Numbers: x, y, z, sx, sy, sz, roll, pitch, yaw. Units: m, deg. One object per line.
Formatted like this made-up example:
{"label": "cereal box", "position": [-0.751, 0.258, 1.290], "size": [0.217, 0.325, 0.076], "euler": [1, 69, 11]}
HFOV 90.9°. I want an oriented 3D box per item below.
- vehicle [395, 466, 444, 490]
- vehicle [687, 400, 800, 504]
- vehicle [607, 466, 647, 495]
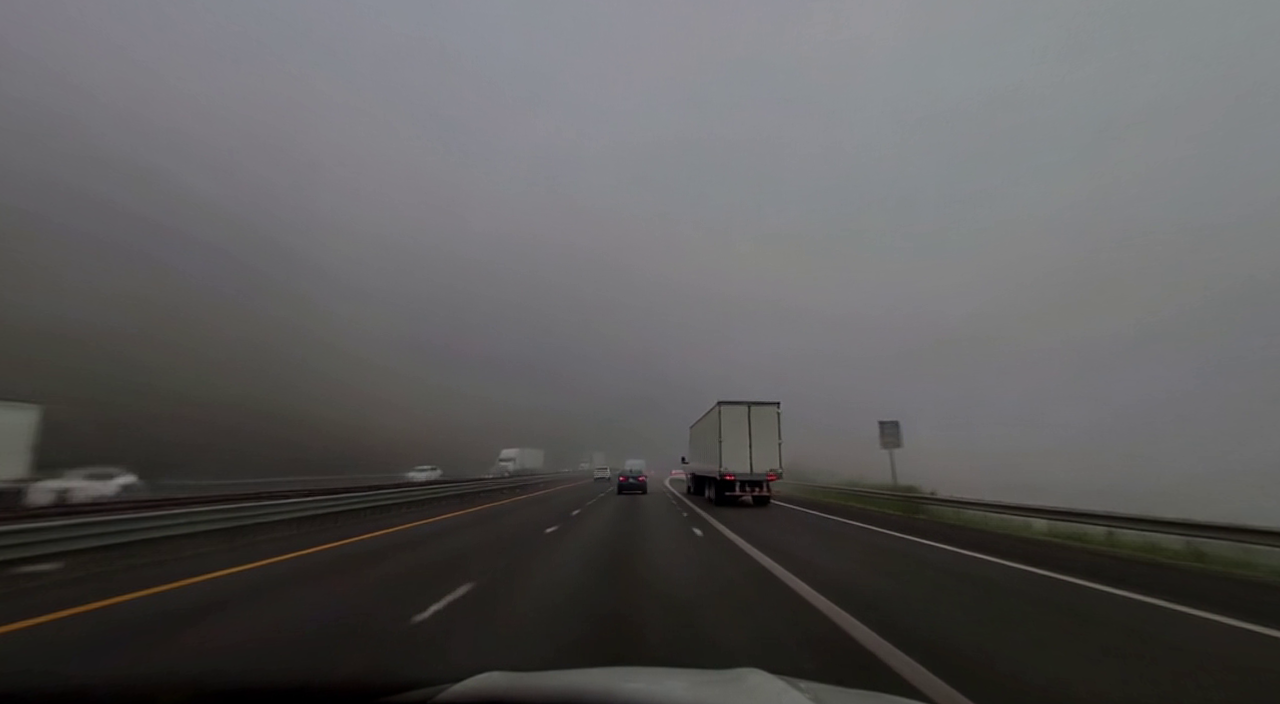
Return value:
{"label": "vehicle", "position": [-15.799, 9.038, 45.393], "size": [1.886, 1.594, 4.184], "euler": [1, -10, 1]}
{"label": "vehicle", "position": [4.581, 5.233, 31.976], "size": [3.218, 4.001, 14.492], "euler": [1, -10, 0]}
{"label": "vehicle", "position": [-0.677, 6.966, 34.352], "size": [2.010, 1.436, 3.973], "euler": [1, -10, 0]}
